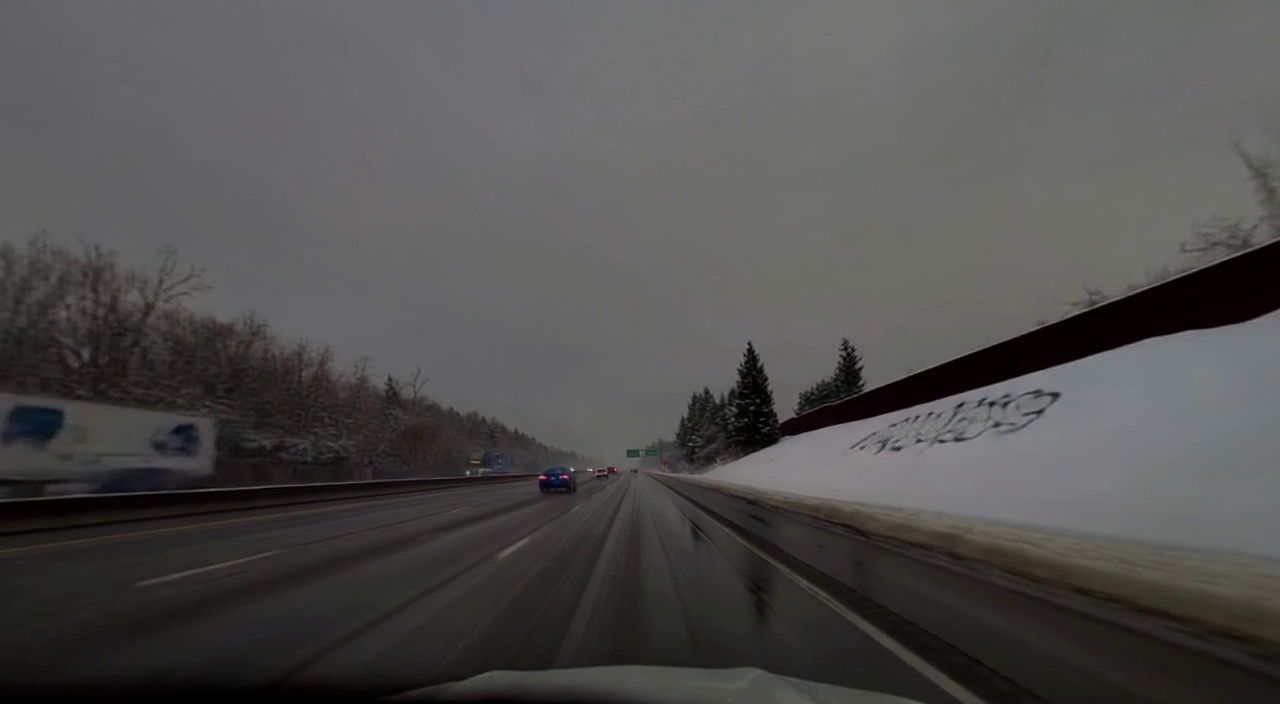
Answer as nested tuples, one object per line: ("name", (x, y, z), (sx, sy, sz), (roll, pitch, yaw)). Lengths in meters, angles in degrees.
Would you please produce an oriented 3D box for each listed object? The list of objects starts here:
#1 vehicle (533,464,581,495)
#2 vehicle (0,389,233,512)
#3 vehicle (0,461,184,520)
("vehicle", (-4.134, 6.435, 31.896), (1.941, 1.437, 3.829), (1, -10, 0))
("vehicle", (-22.861, 4.097, 25.490), (2.914, 4.029, 14.713), (1, -11, 0))
("vehicle", (-15.828, 3.921, 18.237), (1.842, 1.456, 4.483), (1, -10, 0))
